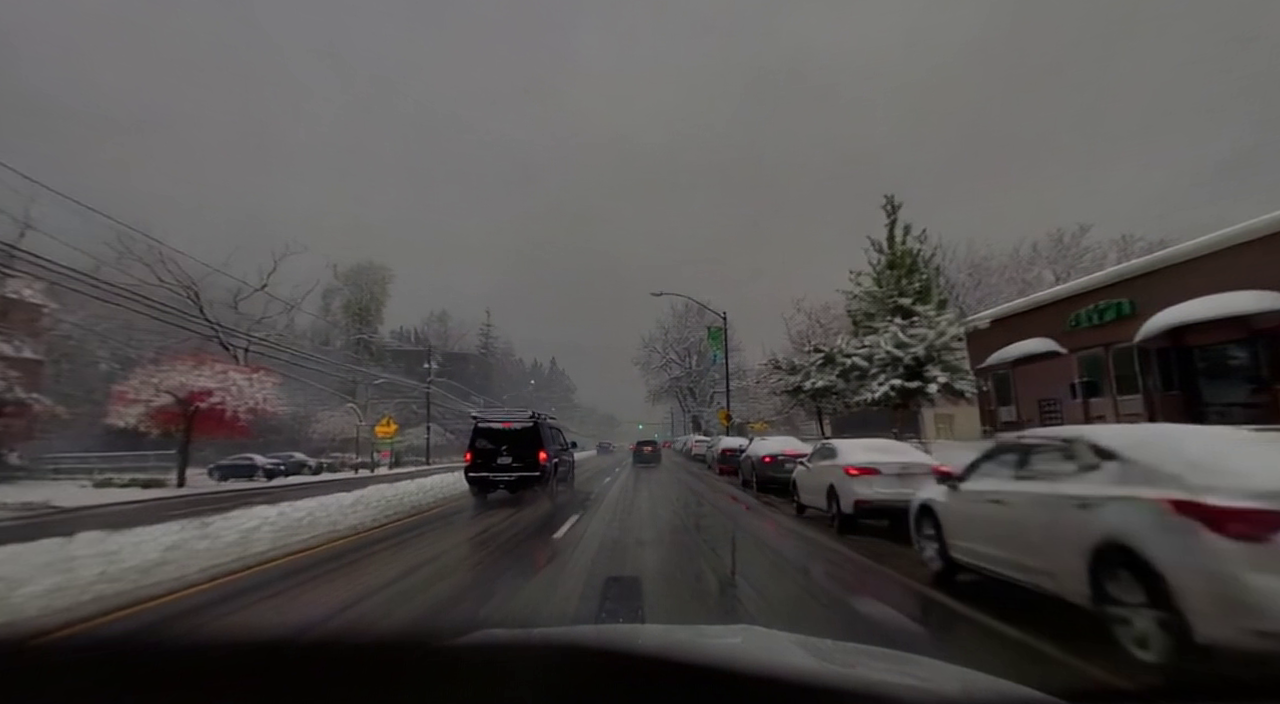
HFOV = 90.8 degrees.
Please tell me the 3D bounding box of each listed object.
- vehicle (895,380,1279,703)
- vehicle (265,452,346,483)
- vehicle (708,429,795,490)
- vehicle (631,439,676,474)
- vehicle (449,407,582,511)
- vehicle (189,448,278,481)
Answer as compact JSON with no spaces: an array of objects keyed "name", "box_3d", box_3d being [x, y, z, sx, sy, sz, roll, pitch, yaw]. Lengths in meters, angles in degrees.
[{"name":"vehicle","box_3d":[3.578,1.167,4.083,1.931,1.625,4.409,0,-9,-1]},{"name":"vehicle","box_3d":[-19.592,6.767,37.303,1.911,1.638,5.028,0,-9,1]},{"name":"vehicle","box_3d":[3.721,3.721,22.083,2.090,1.861,4.805,0,-9,-1]},{"name":"vehicle","box_3d":[0.644,5.289,32.088,2.126,1.657,4.132,0,-9,0]},{"name":"vehicle","box_3d":[-2.812,2.599,15.679,2.213,2.123,5.124,0,-9,0]},{"name":"vehicle","box_3d":[-24.929,6.904,39.042,2.095,1.862,5.261,0,-9,-2]}]
